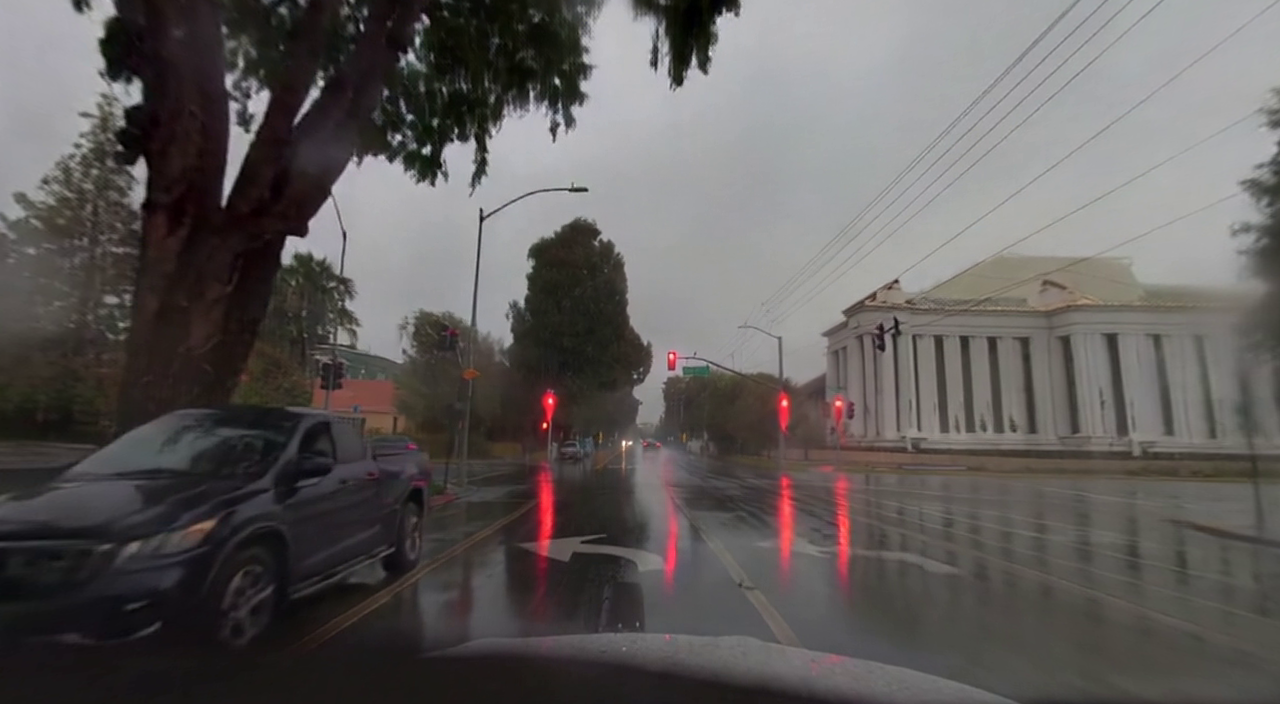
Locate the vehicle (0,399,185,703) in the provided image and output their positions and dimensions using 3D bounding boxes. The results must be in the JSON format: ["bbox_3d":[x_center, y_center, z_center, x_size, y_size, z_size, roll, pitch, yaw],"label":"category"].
[{"bbox_3d":[-3.460,0.753,1.108,1.855,1.534,4.644,0,-9,0],"label":"vehicle"}]

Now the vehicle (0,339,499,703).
[{"bbox_3d":[-3.344,1.335,6.392,2.271,1.885,6.346,0,-8,1],"label":"vehicle"}]
